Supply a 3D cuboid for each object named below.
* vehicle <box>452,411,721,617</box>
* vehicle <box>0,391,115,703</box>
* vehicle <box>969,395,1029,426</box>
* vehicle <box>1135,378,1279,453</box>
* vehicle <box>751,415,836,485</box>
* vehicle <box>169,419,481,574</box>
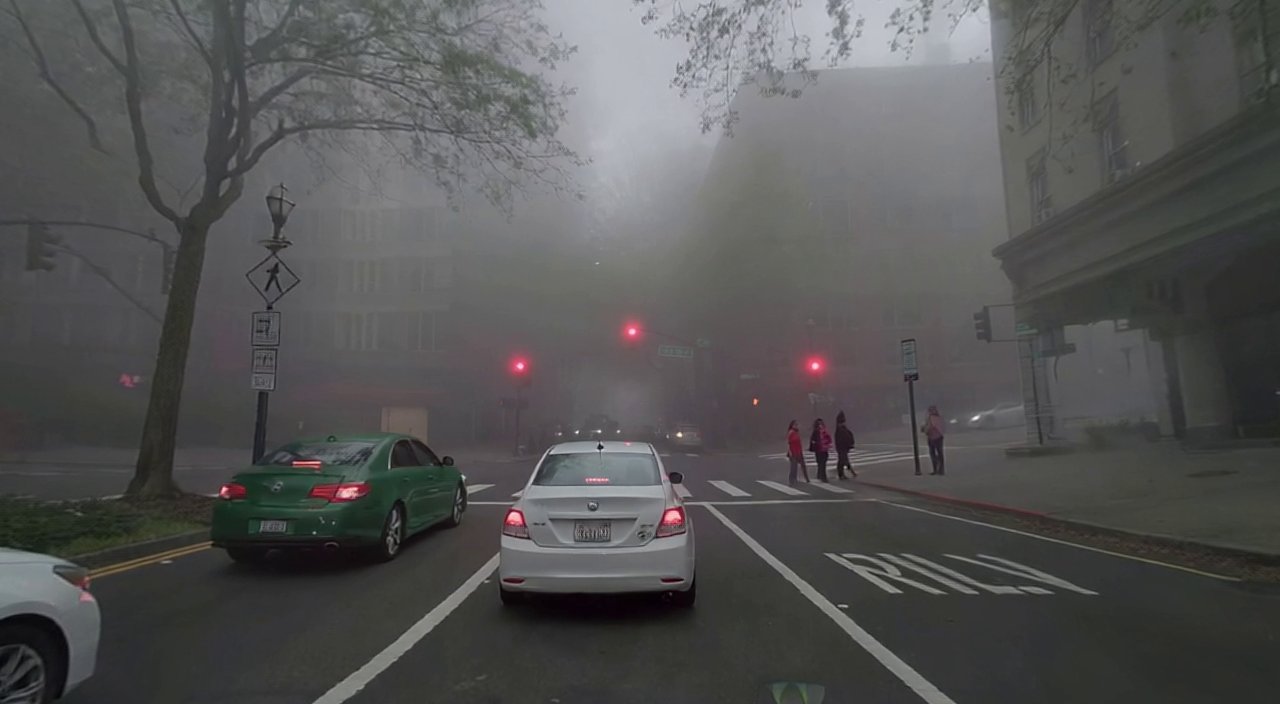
[{"bbox_3d":[-0.417,1.499,6.729,1.999,1.520,3.896,0,-8,-1],"label":"vehicle"},{"bbox_3d":[-3.908,0.705,1.194,1.995,1.524,4.438,0,-8,0],"label":"vehicle"},{"bbox_3d":[23.091,3.823,40.550,4.657,1.769,1.979,7,-11,-43],"label":"vehicle"},{"bbox_3d":[21.625,2.364,22.873,5.863,2.493,2.354,2,-9,-12],"label":"vehicle"},{"bbox_3d":[4.295,2.713,17.588,1.958,1.667,4.392,-2,-9,14],"label":"vehicle"},{"bbox_3d":[-3.683,1.760,8.481,1.934,1.522,4.287,0,-8,1],"label":"vehicle"}]
